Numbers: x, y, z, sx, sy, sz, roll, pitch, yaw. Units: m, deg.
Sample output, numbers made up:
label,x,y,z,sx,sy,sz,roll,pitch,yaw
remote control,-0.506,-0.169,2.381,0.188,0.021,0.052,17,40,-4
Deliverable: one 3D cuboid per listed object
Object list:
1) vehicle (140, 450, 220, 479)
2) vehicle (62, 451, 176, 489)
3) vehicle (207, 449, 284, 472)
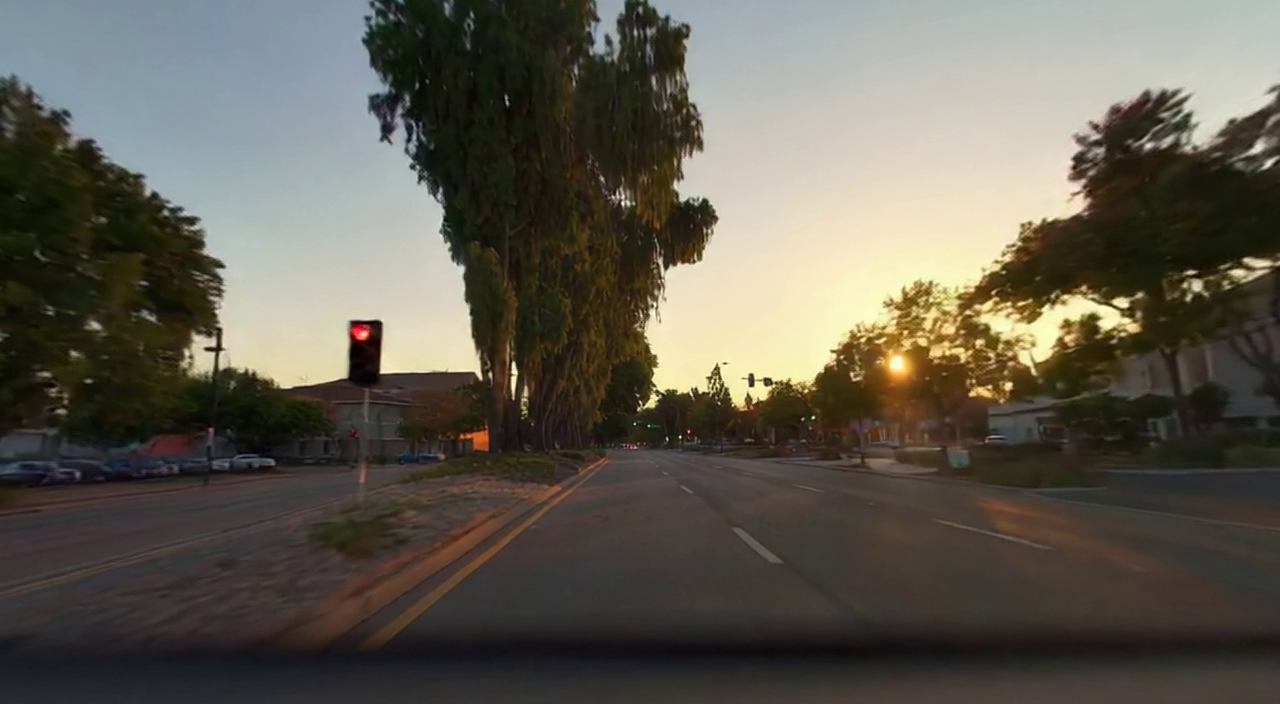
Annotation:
label,x,y,z,sx,sy,sz,roll,pitch,yaw
vehicle,-28.936,7.072,39.917,1.918,1.669,4.300,1,-8,-3
vehicle,-25.546,5.752,31.249,1.949,1.662,4.589,1,-8,-5
vehicle,-30.489,8.405,48.888,4.632,1.681,1.904,0,-8,-1
